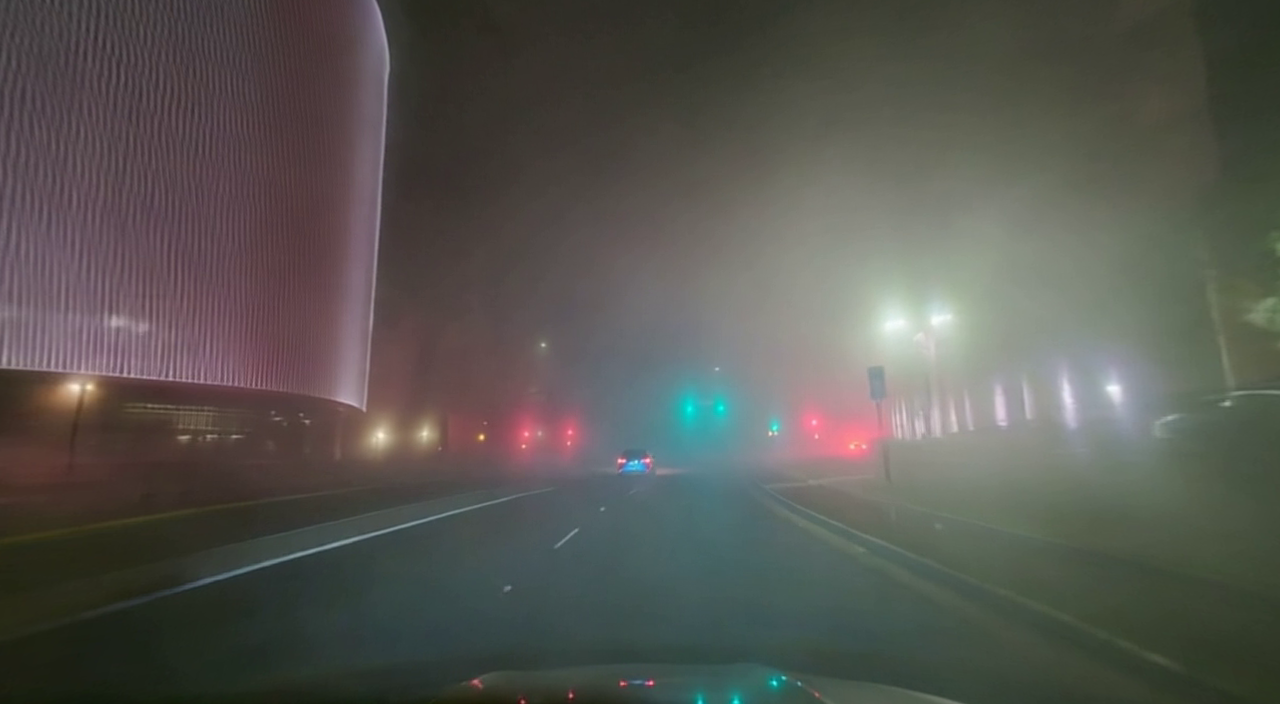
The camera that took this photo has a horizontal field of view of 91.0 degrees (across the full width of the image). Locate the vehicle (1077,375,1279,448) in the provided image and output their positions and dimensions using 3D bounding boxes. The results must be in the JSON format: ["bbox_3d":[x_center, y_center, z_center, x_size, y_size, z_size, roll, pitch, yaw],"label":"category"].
[{"bbox_3d":[13.946,1.546,15.765,4.372,1.665,1.988,-1,-9,5],"label":"vehicle"}]

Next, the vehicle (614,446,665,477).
[{"bbox_3d":[0.038,5.717,33.057,1.971,1.486,4.380,-2,-9,9],"label":"vehicle"}]
